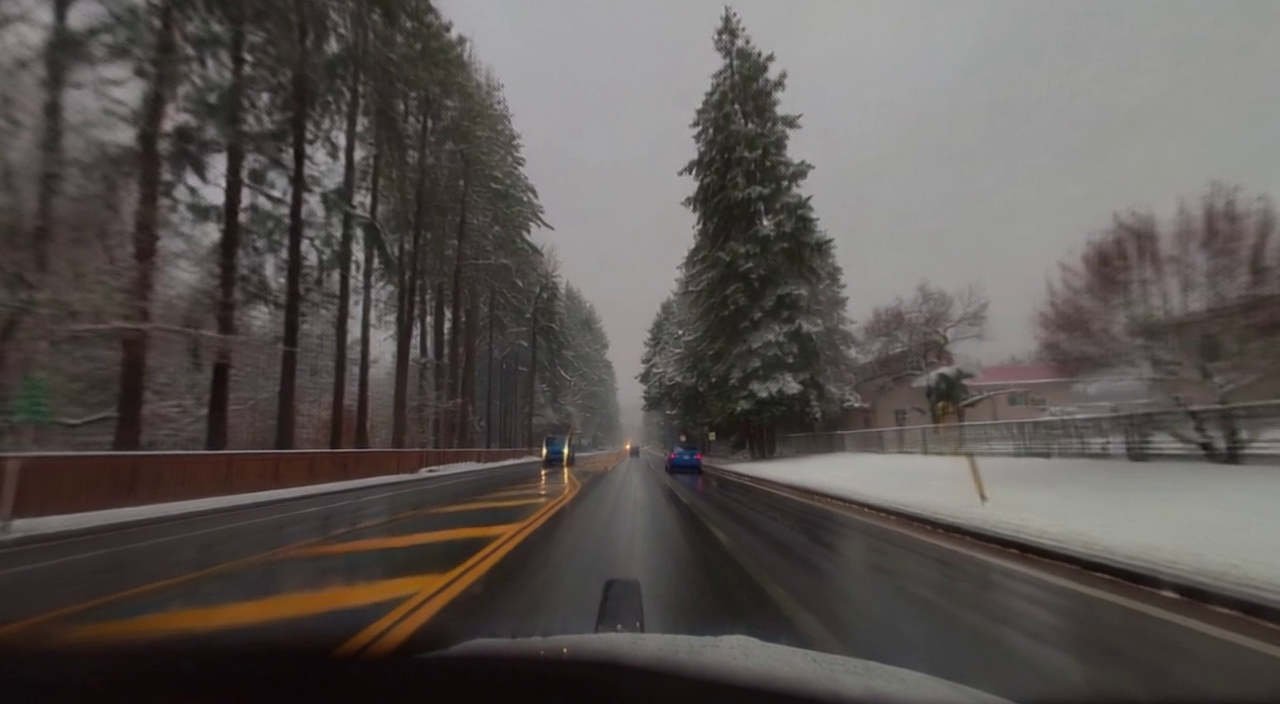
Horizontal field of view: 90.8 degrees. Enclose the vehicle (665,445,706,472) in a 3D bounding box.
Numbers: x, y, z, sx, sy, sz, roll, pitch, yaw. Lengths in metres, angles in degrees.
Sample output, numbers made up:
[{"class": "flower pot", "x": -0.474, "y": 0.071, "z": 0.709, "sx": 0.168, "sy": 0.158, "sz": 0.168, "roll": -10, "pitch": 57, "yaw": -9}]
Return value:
[{"class": "vehicle", "x": 2.536, "y": 6.107, "z": 36.415, "sx": 1.991, "sy": 1.476, "sz": 4.153, "roll": 0, "pitch": -9, "yaw": -1}]
